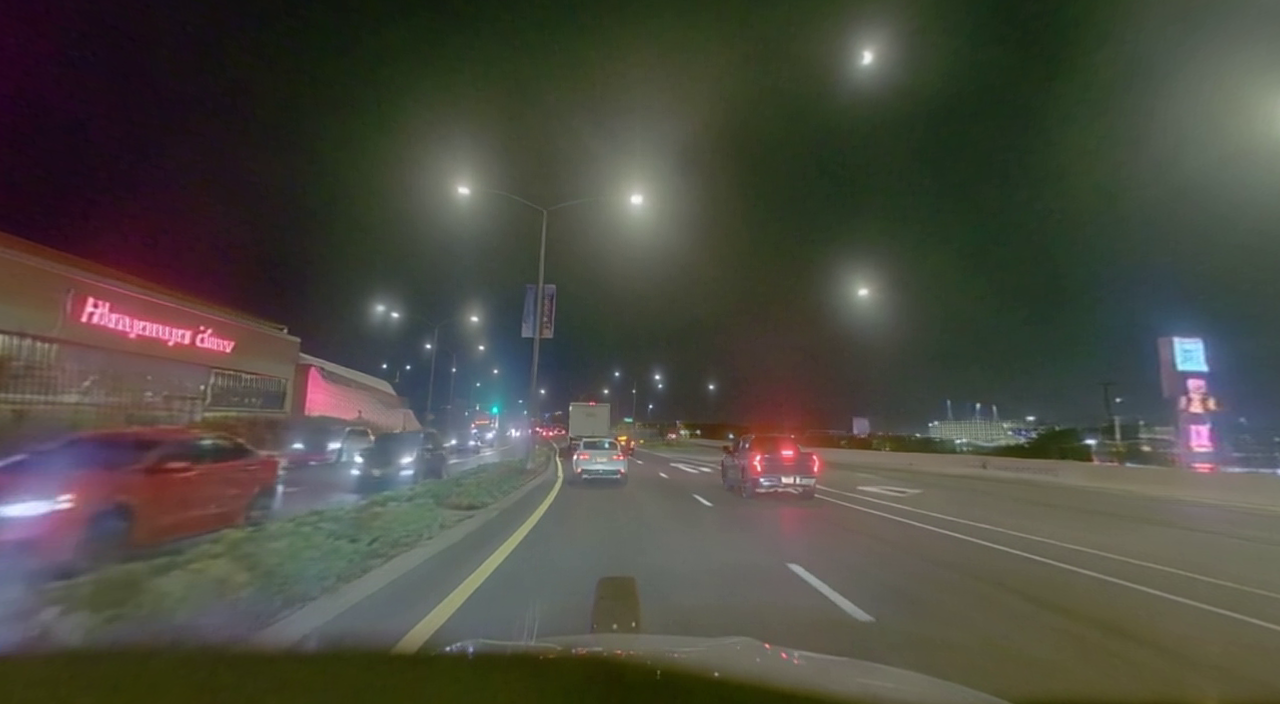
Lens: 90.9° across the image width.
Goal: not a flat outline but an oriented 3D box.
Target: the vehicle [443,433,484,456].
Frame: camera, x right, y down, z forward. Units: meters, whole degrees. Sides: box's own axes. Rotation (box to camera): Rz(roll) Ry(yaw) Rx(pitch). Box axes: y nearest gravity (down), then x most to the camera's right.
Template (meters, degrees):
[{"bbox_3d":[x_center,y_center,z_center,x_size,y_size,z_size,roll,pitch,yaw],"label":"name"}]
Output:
[{"bbox_3d":[-12.308,6.463,44.131,1.993,1.482,4.420,1,-8,-5],"label":"vehicle"}]

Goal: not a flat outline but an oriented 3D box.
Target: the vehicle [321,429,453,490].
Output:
[{"bbox_3d":[-6.938,2.974,17.927,1.984,1.486,4.708,1,-8,-3],"label":"vehicle"}]

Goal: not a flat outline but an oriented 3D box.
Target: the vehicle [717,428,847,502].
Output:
[{"bbox_3d":[3.147,2.584,14.875,1.889,1.480,3.876,1,-8,-5],"label":"vehicle"}]

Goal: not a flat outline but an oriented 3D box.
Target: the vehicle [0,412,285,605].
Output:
[{"bbox_3d":[-6.187,1.527,7.098,2.007,1.532,4.266,0,-8,-2],"label":"vehicle"}]

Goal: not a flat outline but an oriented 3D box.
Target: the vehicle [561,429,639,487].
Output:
[{"bbox_3d":[-1.179,2.972,17.964,1.991,1.472,3.518,1,-8,-6],"label":"vehicle"}]
